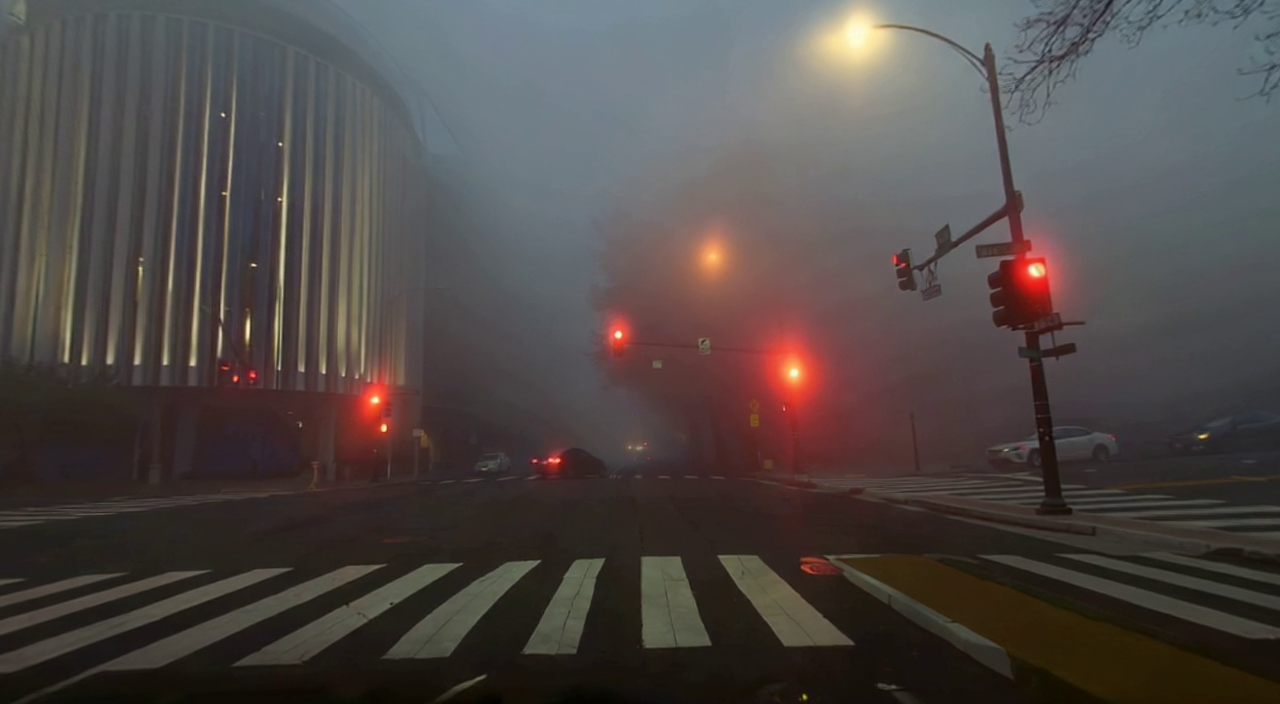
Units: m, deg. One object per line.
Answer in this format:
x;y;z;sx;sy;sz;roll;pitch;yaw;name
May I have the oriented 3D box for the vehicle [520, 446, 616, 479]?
-3.443;5.407;31.213;2.088;1.452;4.833;-6;-10;34;vehicle
